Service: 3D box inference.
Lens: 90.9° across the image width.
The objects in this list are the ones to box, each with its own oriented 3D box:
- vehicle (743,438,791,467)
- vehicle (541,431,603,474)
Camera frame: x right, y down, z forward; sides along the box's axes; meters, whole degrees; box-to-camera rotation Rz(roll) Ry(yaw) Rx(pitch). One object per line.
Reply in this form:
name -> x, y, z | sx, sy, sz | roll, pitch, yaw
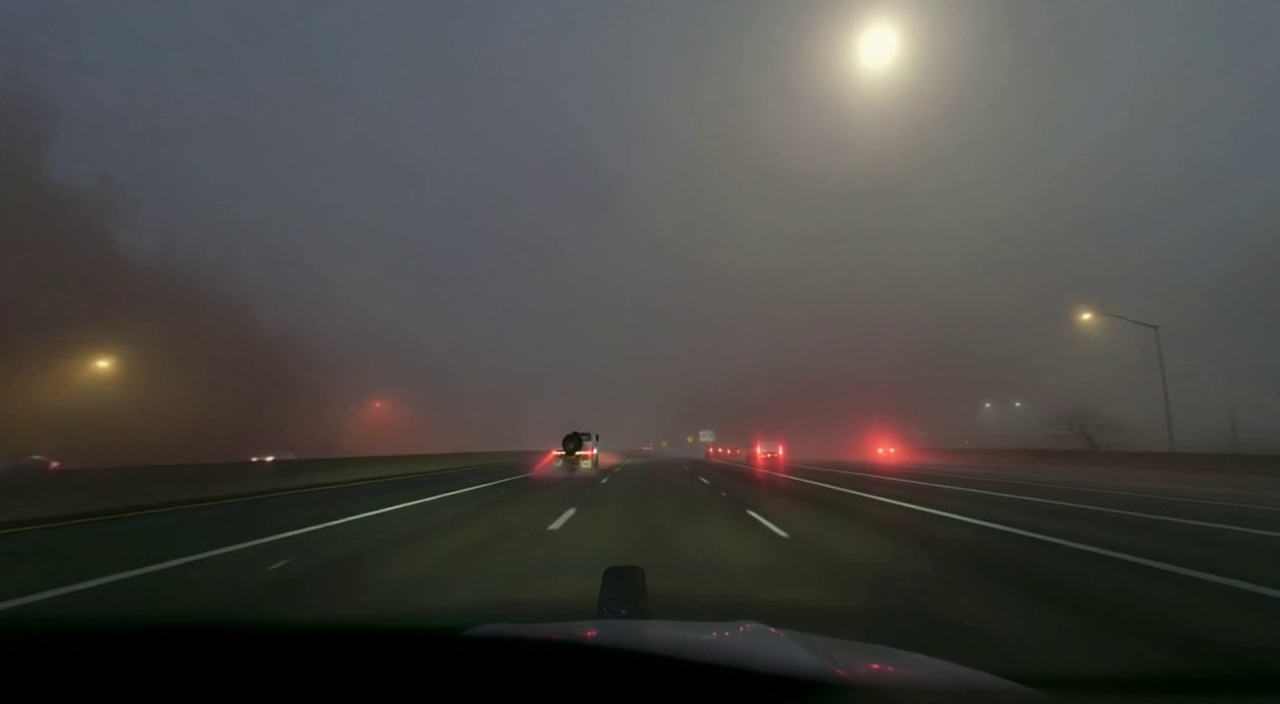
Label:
vehicle -> 7.739, 6.177, 38.934 | 2.063, 1.706, 4.259 | 0, -8, 0
vehicle -> -3.284, 5.030, 31.773 | 2.453, 1.952, 5.320 | 0, -8, 1
